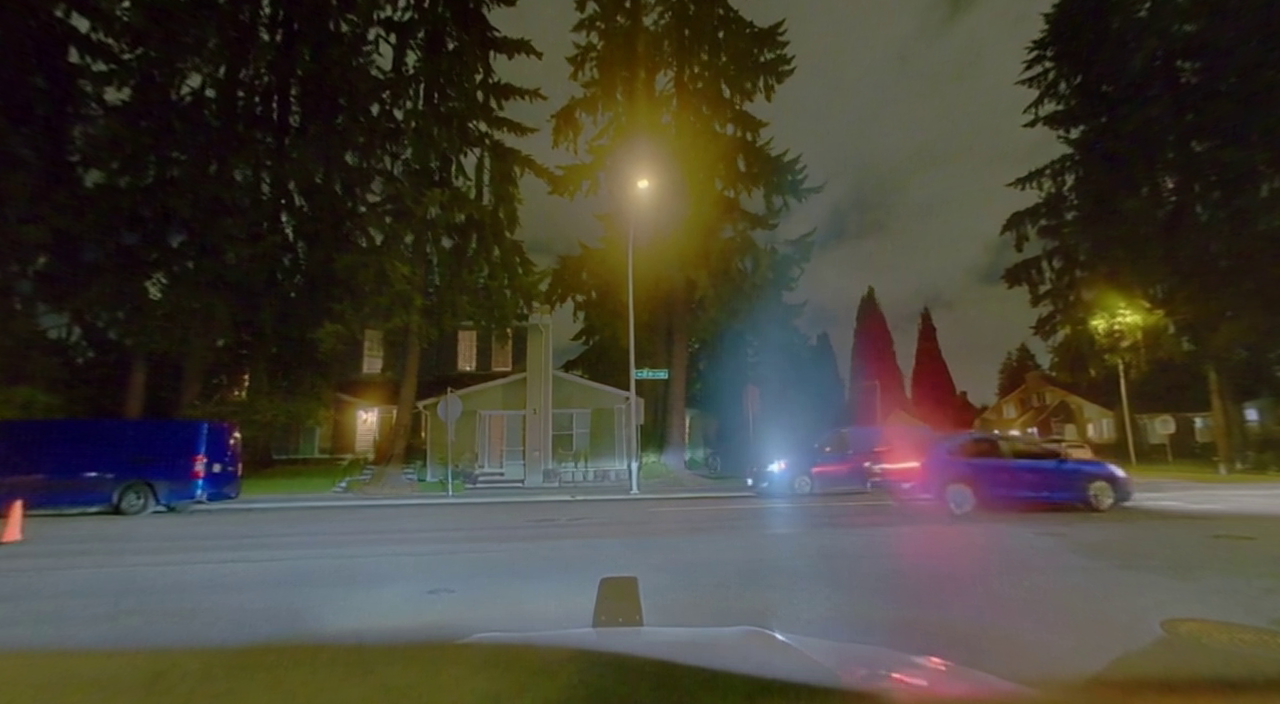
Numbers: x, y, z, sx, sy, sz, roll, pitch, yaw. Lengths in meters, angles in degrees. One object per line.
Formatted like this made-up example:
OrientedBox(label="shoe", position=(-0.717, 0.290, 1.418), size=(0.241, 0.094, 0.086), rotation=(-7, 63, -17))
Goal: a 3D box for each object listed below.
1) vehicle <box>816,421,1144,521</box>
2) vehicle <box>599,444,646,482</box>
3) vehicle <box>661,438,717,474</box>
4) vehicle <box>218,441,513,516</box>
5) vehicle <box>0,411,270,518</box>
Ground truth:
OrientedBox(label="vehicle", position=(5.822, 2.065, 11.270), size=(4.684, 1.556, 2.087), rotation=(1, -8, -5))
OrientedBox(label="vehicle", position=(-0.801, 4.740, 27.233), size=(1.648, 1.430, 3.654), rotation=(4, -8, -5))
OrientedBox(label="vehicle", position=(2.072, 4.556, 27.849), size=(1.745, 1.461, 4.074), rotation=(1, -9, -6))
OrientedBox(label="vehicle", position=(-6.962, 3.330, 17.059), size=(6.643, 1.777, 2.925), rotation=(1, -9, -6))
OrientedBox(label="vehicle", position=(-14.504, 2.992, 16.477), size=(7.824, 2.323, 2.863), rotation=(-2, -10, -3))
